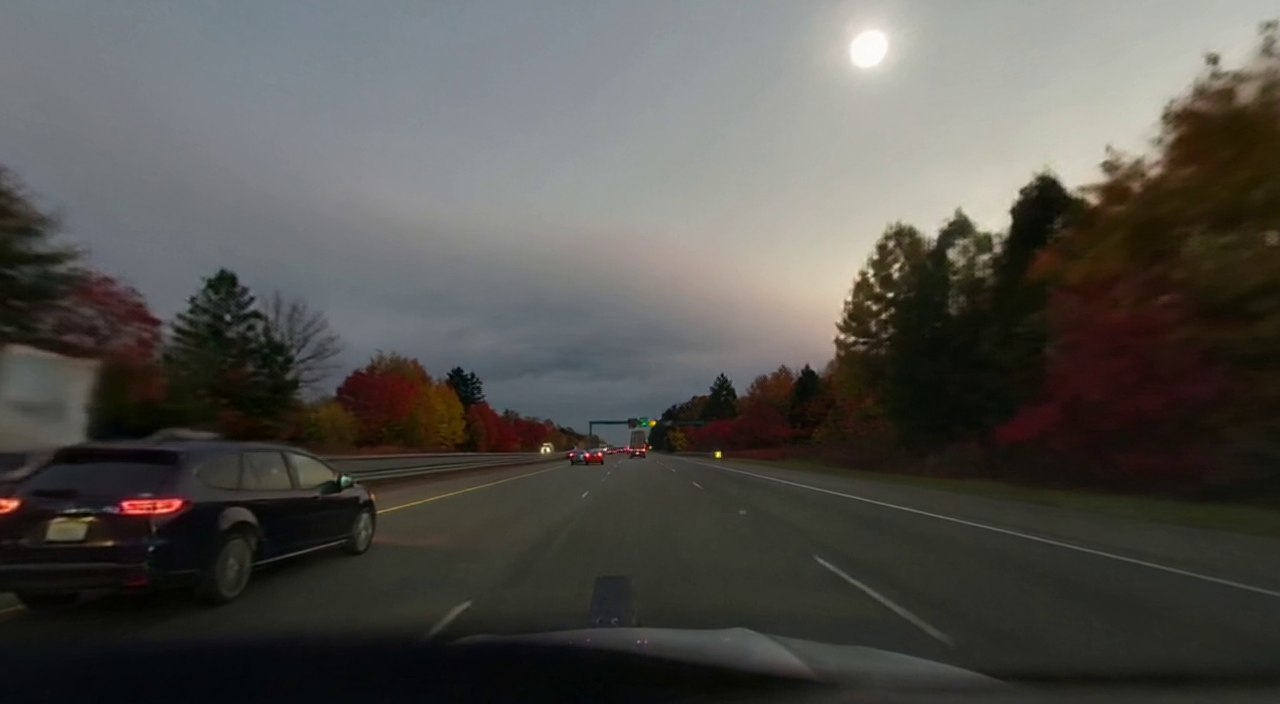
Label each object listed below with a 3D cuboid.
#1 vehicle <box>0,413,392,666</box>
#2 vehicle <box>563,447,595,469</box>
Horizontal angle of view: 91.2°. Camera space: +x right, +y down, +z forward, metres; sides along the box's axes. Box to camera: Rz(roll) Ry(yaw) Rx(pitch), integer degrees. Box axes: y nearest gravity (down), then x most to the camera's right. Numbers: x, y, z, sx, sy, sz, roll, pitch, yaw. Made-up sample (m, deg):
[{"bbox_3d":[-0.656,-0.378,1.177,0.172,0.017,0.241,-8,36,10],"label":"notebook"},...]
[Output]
[{"bbox_3d":[-4.210,1.460,5.904,2.071,1.525,4.058,0,-9,0],"label":"vehicle"},{"bbox_3d":[-4.358,7.632,45.392,1.963,1.475,3.665,0,-9,0],"label":"vehicle"}]
